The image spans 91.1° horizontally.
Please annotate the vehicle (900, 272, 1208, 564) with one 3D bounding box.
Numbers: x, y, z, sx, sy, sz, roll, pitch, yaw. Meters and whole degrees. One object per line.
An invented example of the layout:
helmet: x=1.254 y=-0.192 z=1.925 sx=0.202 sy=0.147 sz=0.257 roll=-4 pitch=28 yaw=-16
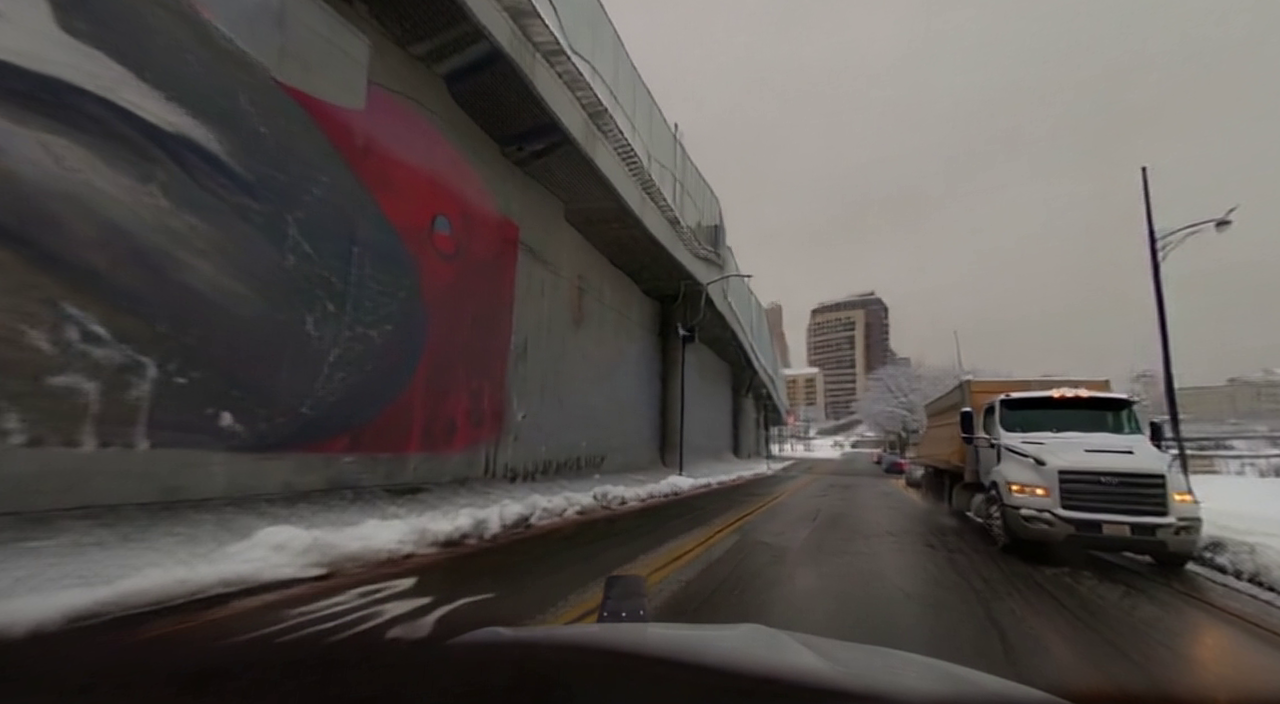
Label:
vehicle: x=7.487 y=1.533 z=13.246 sx=2.849 sy=3.893 sz=9.347 roll=-3 pitch=-9 yaw=18
